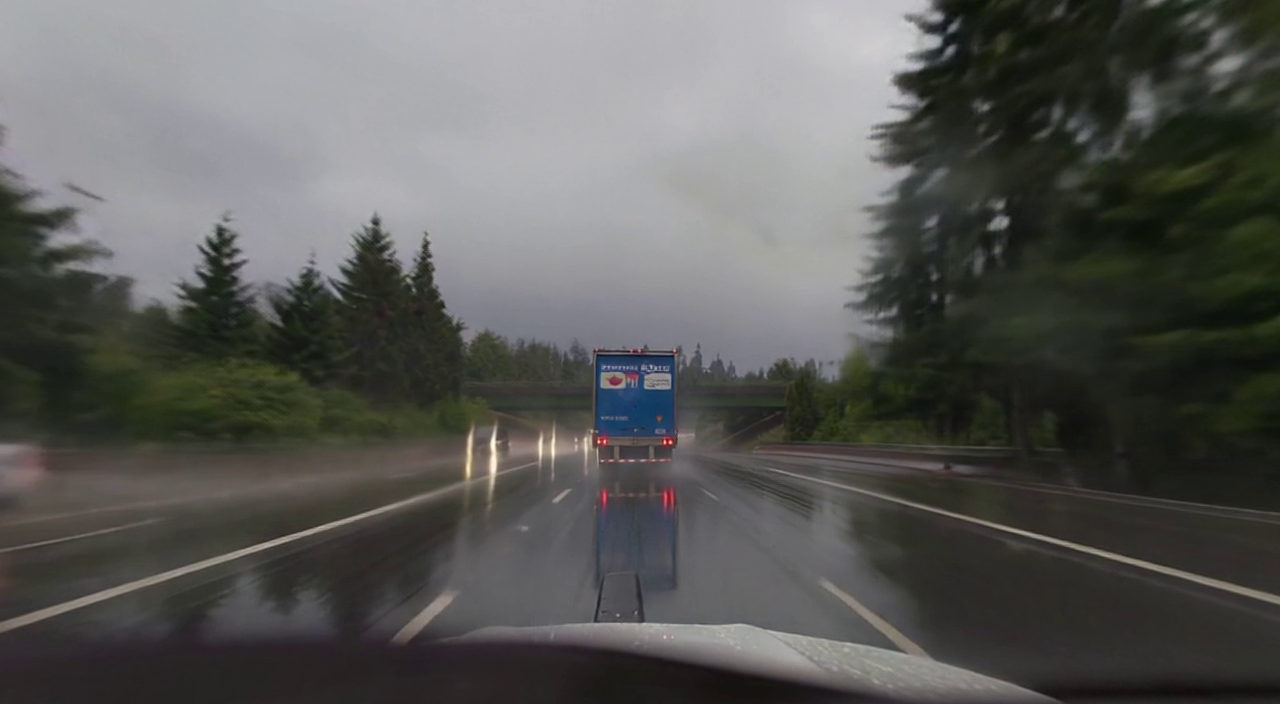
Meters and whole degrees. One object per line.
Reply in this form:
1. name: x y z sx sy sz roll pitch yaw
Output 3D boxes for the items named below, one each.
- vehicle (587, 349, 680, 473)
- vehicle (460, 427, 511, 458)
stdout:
1. vehicle: -0.443 2.485 24.793 2.895 3.861 10.213 0 -8 -3
2. vehicle: -9.147 5.385 37.588 2.043 1.672 4.101 0 -8 -1
